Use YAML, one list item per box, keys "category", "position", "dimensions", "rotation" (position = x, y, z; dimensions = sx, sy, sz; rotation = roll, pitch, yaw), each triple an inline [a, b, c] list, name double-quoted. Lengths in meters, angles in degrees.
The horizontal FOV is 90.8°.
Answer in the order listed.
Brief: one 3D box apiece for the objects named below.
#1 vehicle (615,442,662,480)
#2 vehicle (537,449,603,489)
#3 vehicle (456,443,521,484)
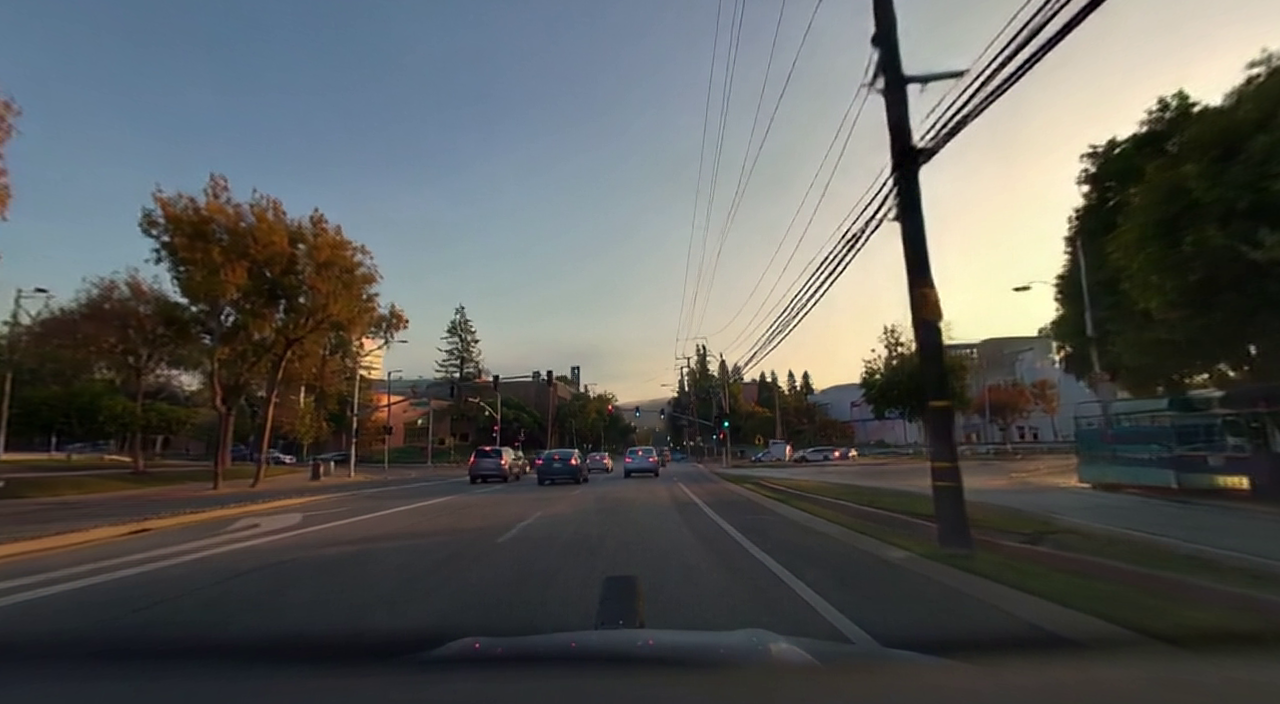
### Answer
- category: "vehicle"
  position: [-0.006, 5.739, 33.428]
  dimensions: [2.276, 1.850, 3.897]
  rotation: [0, -9, 3]
- category: "vehicle"
  position: [-2.804, 4.806, 26.306]
  dimensions: [2.064, 1.464, 4.373]
  rotation: [0, -9, 2]
- category: "vehicle"
  position: [-7.042, 5.196, 29.796]
  dimensions: [1.860, 1.754, 4.089]
  rotation: [0, -9, 2]
